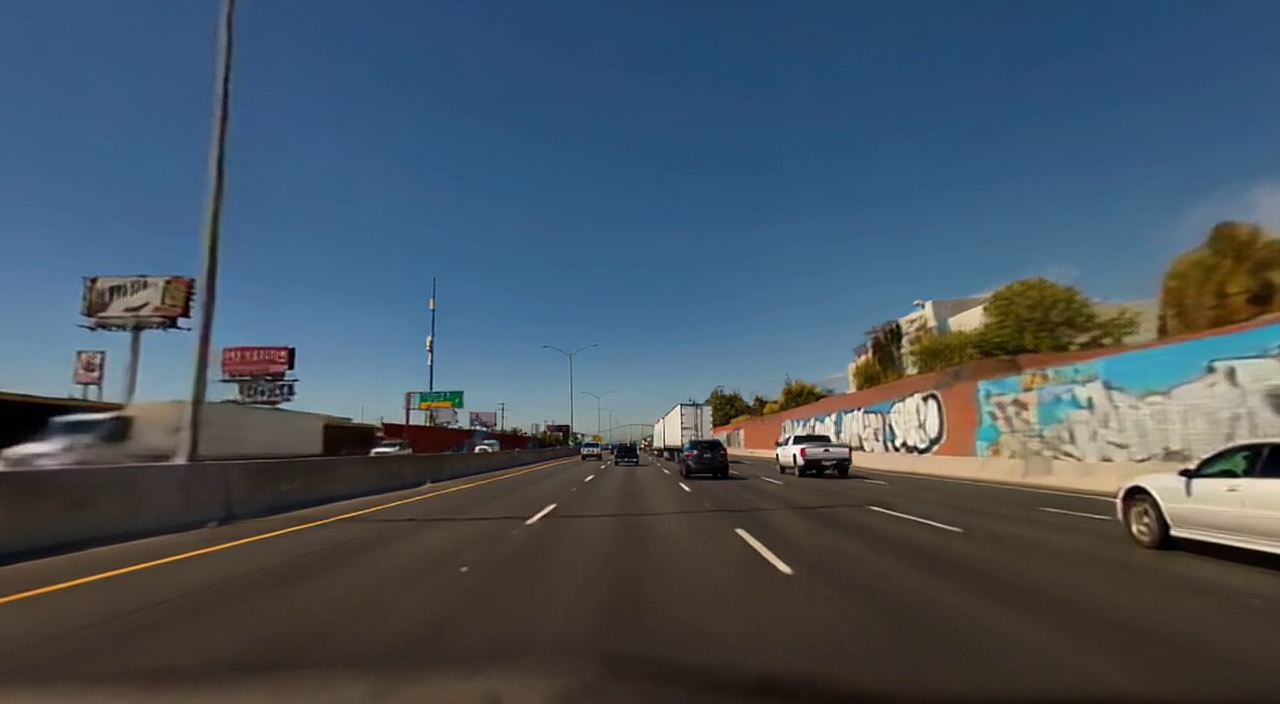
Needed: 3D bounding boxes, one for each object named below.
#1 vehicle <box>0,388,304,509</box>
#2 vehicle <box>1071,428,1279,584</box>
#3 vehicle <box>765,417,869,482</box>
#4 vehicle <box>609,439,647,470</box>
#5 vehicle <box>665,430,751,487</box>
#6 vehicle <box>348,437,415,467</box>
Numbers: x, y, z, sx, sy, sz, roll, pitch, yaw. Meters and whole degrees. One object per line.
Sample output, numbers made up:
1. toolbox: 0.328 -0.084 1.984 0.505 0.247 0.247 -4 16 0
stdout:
1. vehicle: -13.893 2.906 19.109 2.889 2.851 8.281 0 -9 0
2. vehicle: 7.083 1.543 6.497 1.915 1.476 4.677 0 -9 -1
3. vehicle: 7.086 4.042 26.290 2.322 2.360 6.433 0 -9 -1
4. vehicle: -0.711 5.931 36.683 2.073 1.640 3.990 0 -9 -1
5. vehicle: 2.317 3.848 23.129 2.249 1.843 5.176 0 -9 -4
6. vehicle: -17.457 6.769 43.018 2.272 1.893 5.579 0 -9 -1
